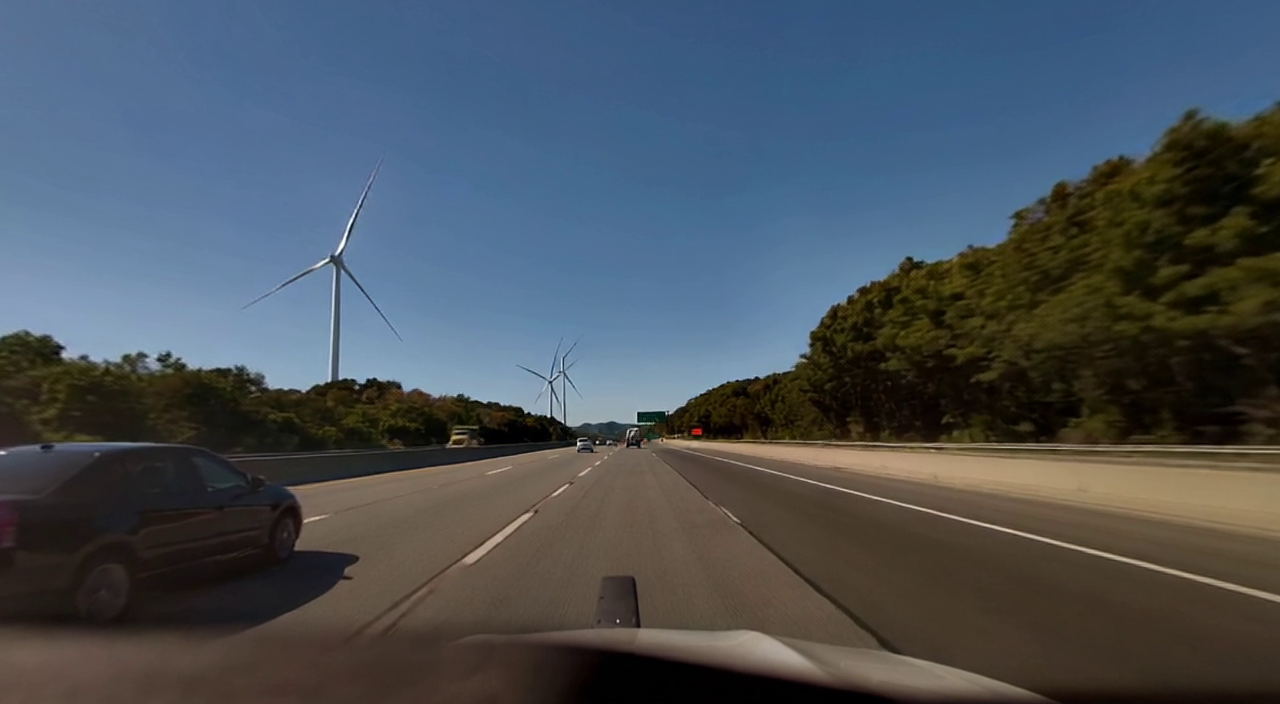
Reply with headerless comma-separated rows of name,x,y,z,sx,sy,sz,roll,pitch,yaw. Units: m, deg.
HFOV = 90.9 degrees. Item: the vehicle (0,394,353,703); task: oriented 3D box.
vehicle,-3.978,1.172,4.537,1.950,1.511,3.965,0,-8,0
